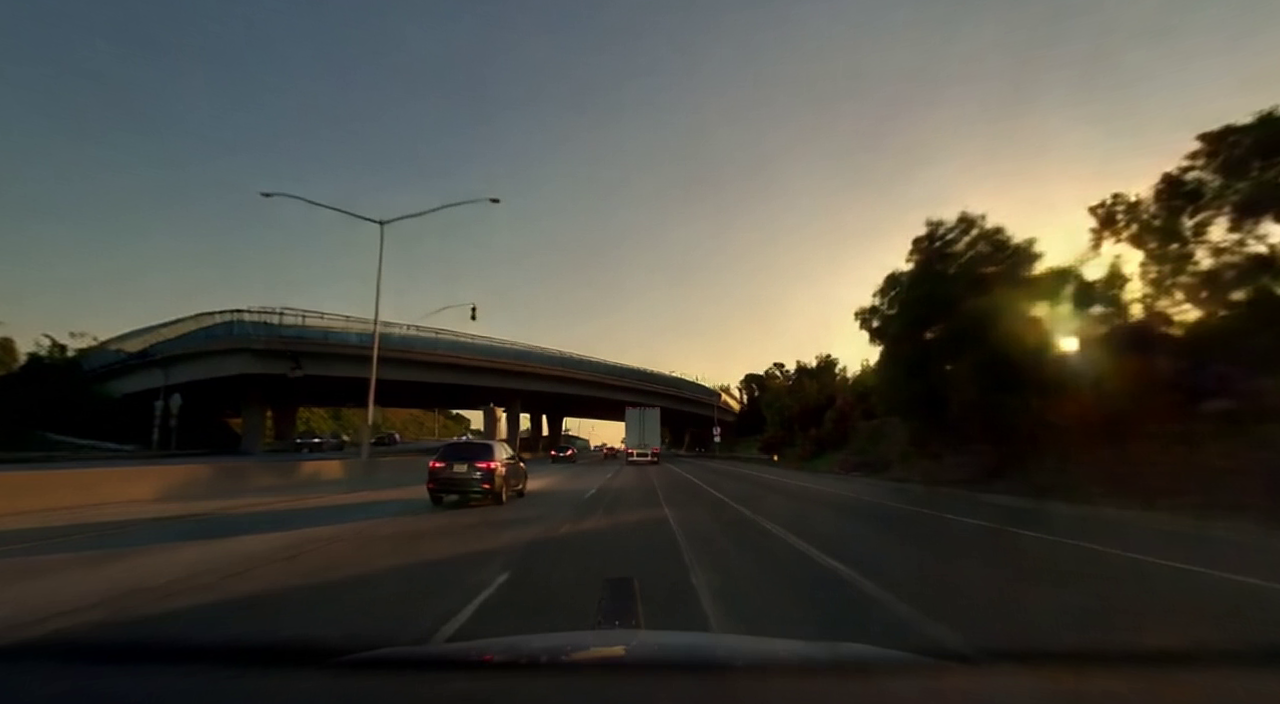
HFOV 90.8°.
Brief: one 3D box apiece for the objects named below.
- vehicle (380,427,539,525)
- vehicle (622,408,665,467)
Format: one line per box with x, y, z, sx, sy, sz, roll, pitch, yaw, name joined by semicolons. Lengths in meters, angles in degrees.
-3.576;2.549;13.538;2.077;1.716;4.514;0;-9;0;vehicle
0.332;6.725;49.198;2.964;4.063;10.072;0;-9;1;vehicle
